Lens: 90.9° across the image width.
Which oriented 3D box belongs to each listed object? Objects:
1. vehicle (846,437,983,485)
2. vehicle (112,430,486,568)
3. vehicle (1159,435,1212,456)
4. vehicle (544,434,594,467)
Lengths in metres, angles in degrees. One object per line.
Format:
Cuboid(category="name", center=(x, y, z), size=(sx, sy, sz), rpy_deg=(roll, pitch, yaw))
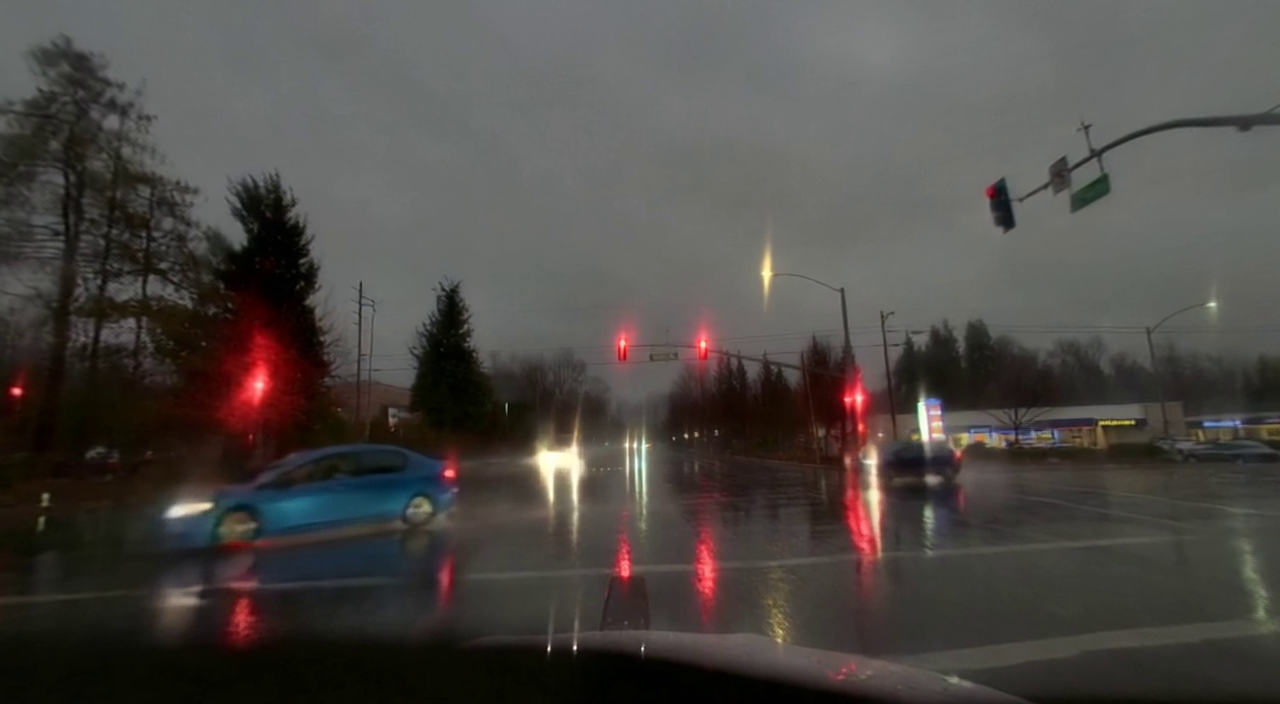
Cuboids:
Cuboid(category="vehicle", center=(9.651, 3.781, 22.144), size=(4.377, 1.523, 1.877), rpy_deg=(4, -9, -24))
Cuboid(category="vehicle", center=(-4.530, 1.957, 9.301), size=(1.864, 1.482, 4.528), rpy_deg=(-4, -10, 26))
Cuboid(category="vehicle", center=(42.787, 7.347, 49.401), size=(4.133, 1.561, 1.824), rpy_deg=(5, -10, -31))
Cuboid(category="vehicle", center=(-3.691, 5.227, 33.516), size=(2.140, 1.638, 4.259), rpy_deg=(0, -8, 1))
